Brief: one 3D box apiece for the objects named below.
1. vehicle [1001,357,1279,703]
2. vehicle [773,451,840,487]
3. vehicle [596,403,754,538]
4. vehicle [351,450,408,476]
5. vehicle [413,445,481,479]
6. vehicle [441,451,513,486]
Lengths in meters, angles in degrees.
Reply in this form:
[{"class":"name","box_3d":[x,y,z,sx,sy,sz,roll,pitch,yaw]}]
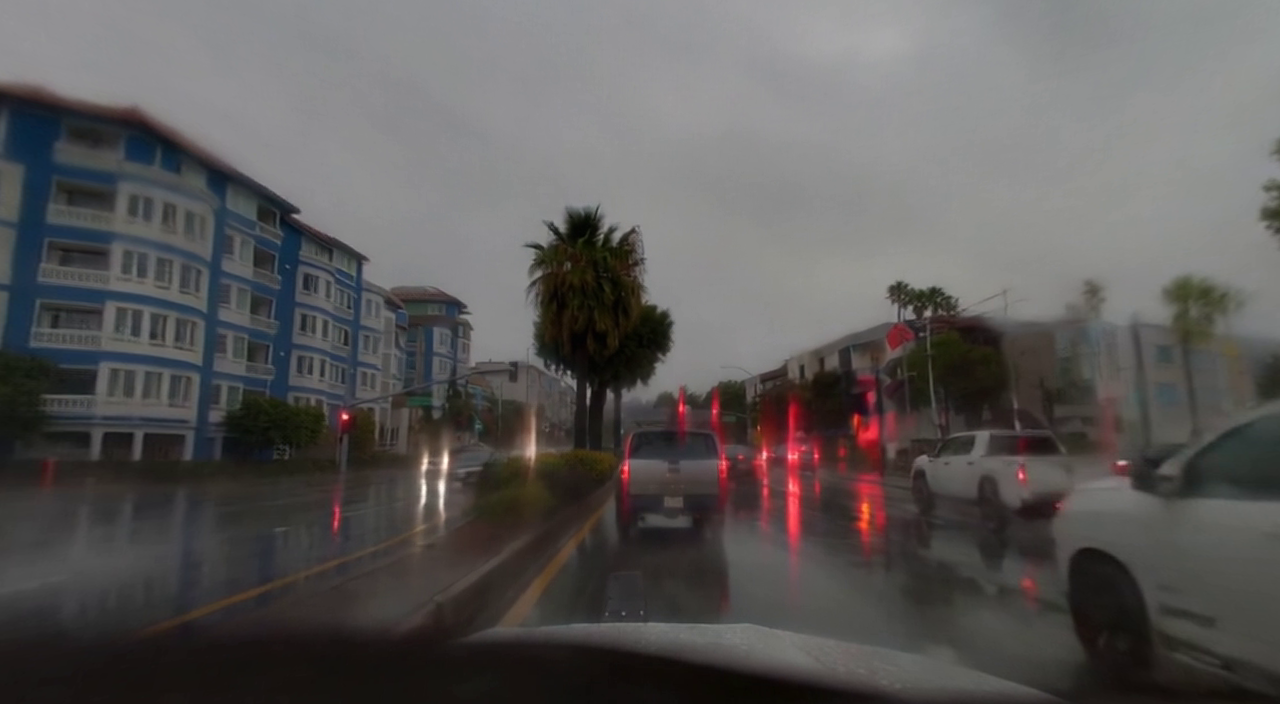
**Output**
[{"class":"vehicle","box_3d":[4.022,0.847,2.509,2.283,1.738,4.916,0,-9,1]},{"class":"vehicle","box_3d":[7.686,5.429,29.638,1.958,1.523,4.553,0,-9,1]},{"class":"vehicle","box_3d":[0.602,2.285,12.762,2.487,2.115,5.444,0,-9,1]},{"class":"vehicle","box_3d":[-18.203,7.775,44.312,1.972,1.694,4.466,0,-9,1]},{"class":"vehicle","box_3d":[-11.154,6.359,36.850,2.272,1.837,4.892,-1,-9,2]},{"class":"vehicle","box_3d":[-7.806,5.606,30.723,2.061,1.496,4.600,-1,-9,3]}]
